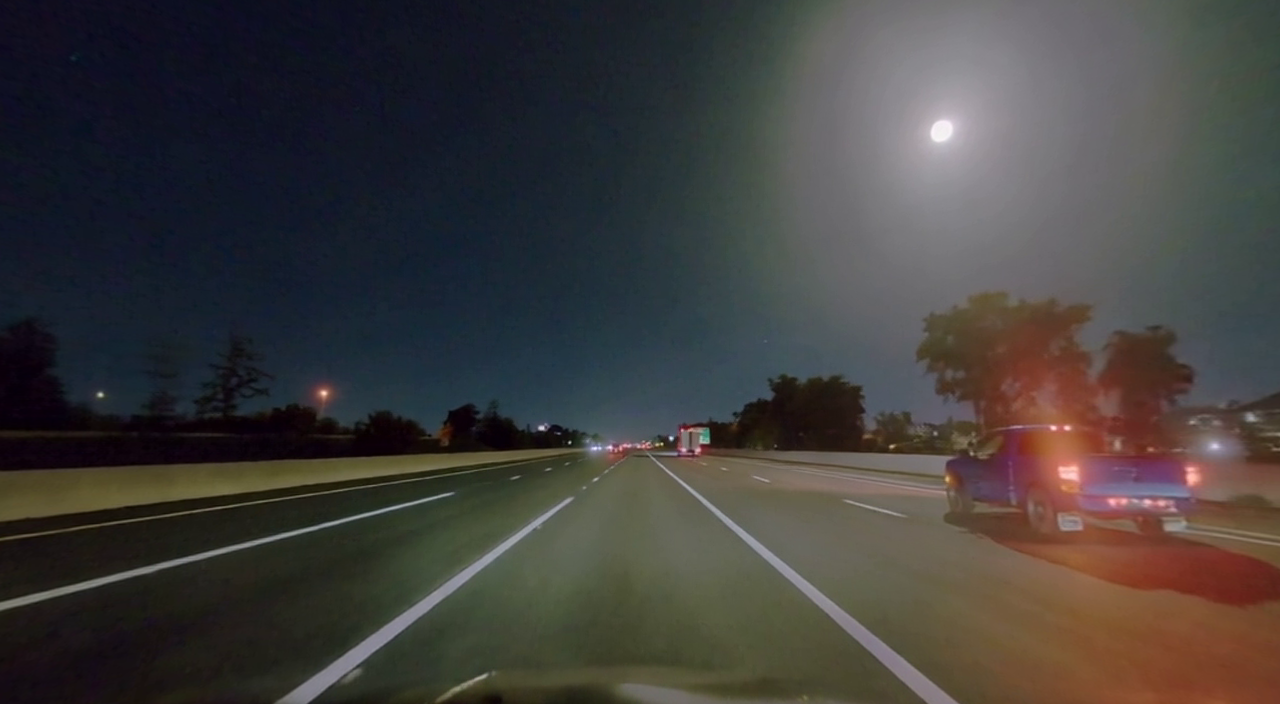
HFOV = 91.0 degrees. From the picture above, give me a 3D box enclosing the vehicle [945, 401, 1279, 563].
[{"bbox_3d":[6.741,1.773,9.294,2.096,1.767,4.601,0,-9,0],"label":"vehicle"}]
